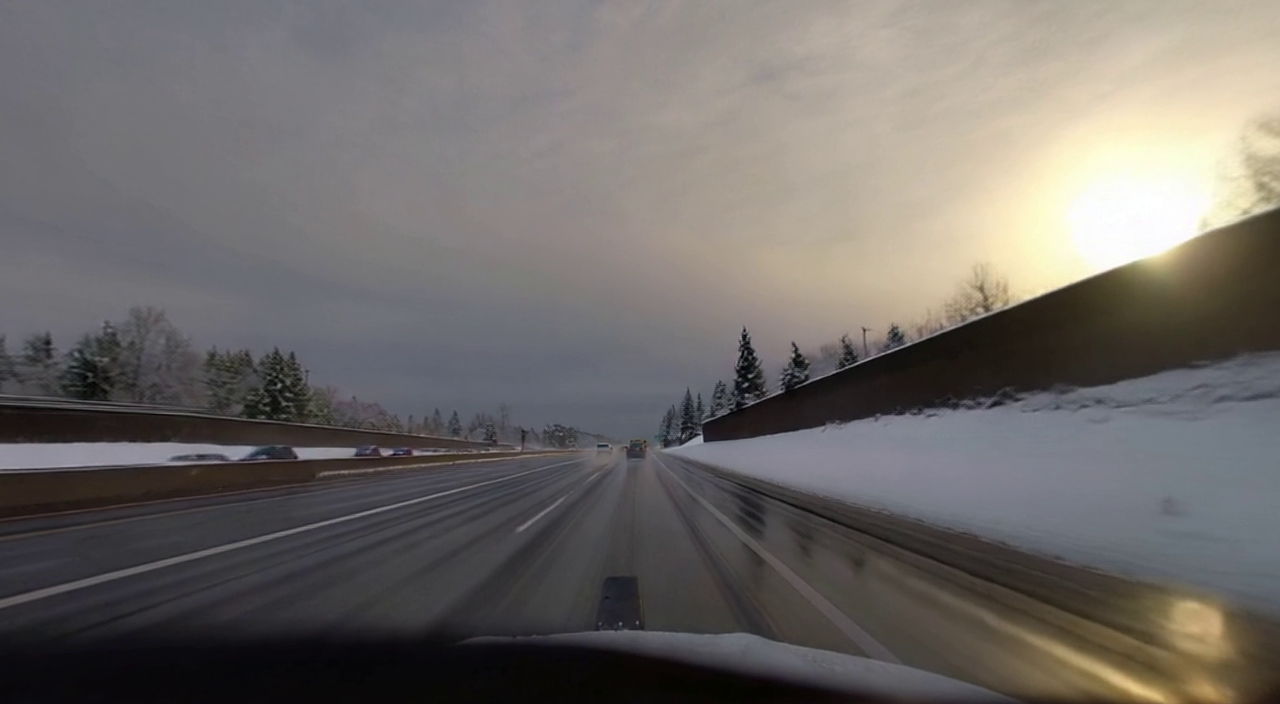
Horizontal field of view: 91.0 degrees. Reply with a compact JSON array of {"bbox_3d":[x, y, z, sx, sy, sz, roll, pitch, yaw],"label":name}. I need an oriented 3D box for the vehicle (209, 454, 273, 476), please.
[{"bbox_3d":[-29.414,8.329,46.578,1.867,1.544,4.351,0,-9,0],"label":"vehicle"}]

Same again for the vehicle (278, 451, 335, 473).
[{"bbox_3d":[-25.729,8.471,48.712,1.878,1.536,4.552,0,-9,1],"label":"vehicle"}]

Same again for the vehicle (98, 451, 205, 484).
[{"bbox_3d":[-26.162,6.175,33.994,1.976,1.615,4.634,0,-9,1],"label":"vehicle"}]
